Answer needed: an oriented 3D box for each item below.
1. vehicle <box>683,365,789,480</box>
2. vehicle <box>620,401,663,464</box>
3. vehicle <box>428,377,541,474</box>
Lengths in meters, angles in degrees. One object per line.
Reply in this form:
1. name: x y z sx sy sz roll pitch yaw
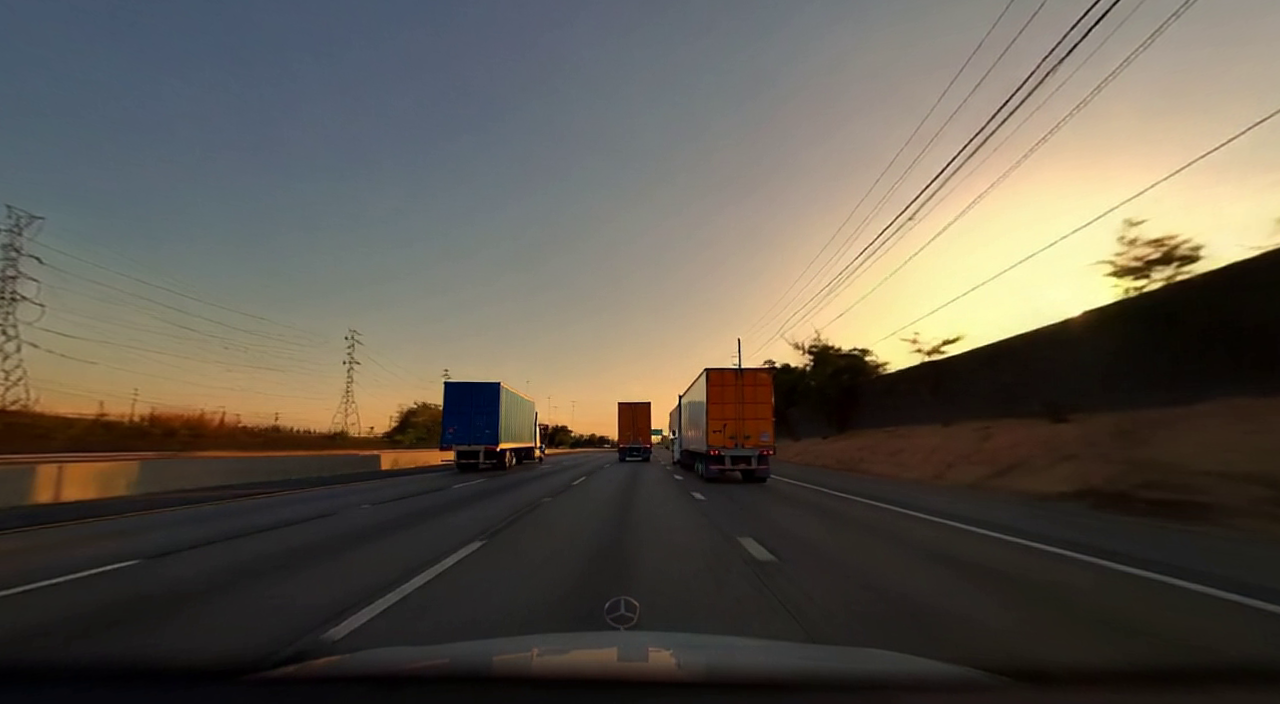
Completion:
1. vehicle: 3.602 3.120 26.562 2.806 3.919 9.777 0 -9 -1
2. vehicle: 0.227 6.385 49.268 2.891 4.252 12.228 -1 -9 1
3. vehicle: -7.285 3.865 31.742 2.937 3.981 11.119 0 -9 -1
